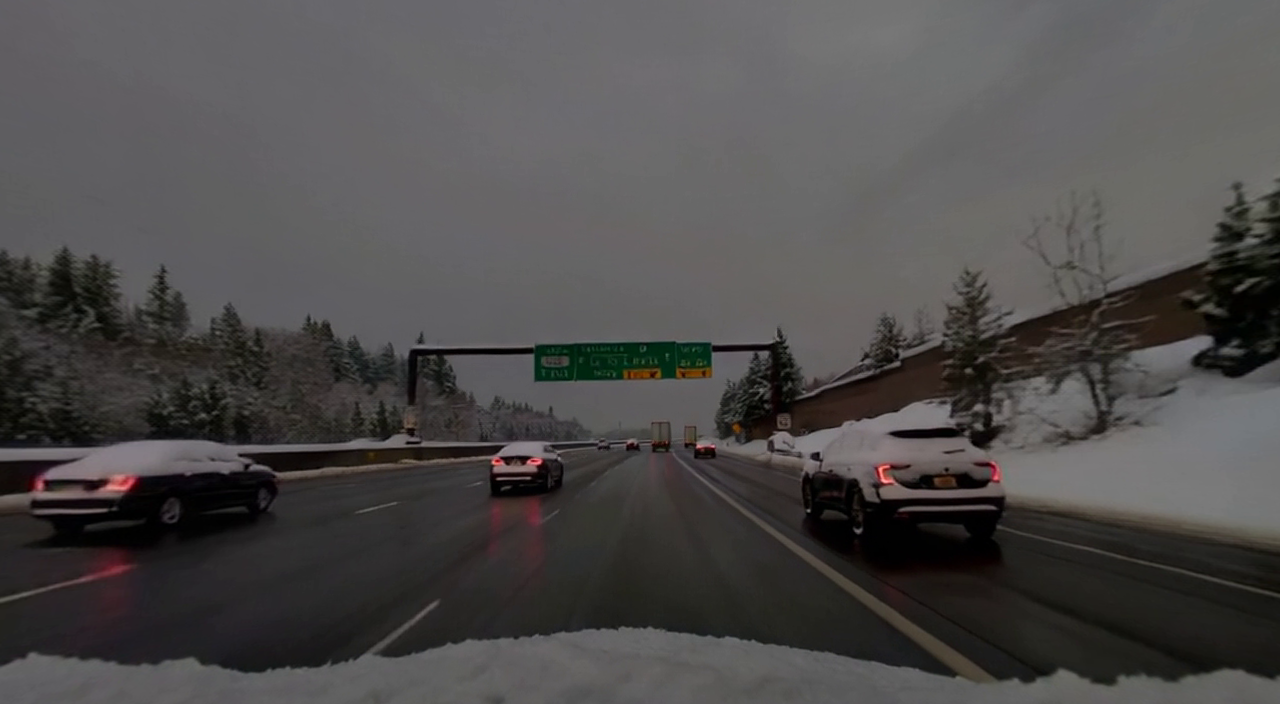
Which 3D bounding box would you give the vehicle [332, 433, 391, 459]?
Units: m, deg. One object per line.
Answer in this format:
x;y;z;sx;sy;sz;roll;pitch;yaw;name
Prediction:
-20.034;6.790;45.360;1.924;1.706;4.731;0;-8;2;vehicle

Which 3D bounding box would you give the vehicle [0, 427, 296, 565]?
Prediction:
-7.055;1.866;8.934;1.909;1.482;4.140;0;-8;1;vehicle

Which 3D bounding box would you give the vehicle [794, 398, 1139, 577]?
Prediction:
3.723;1.645;8.459;2.108;1.709;4.703;0;-8;0;vehicle

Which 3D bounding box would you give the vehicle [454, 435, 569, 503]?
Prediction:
-3.070;2.874;15.935;1.947;1.479;4.114;0;-8;2;vehicle
